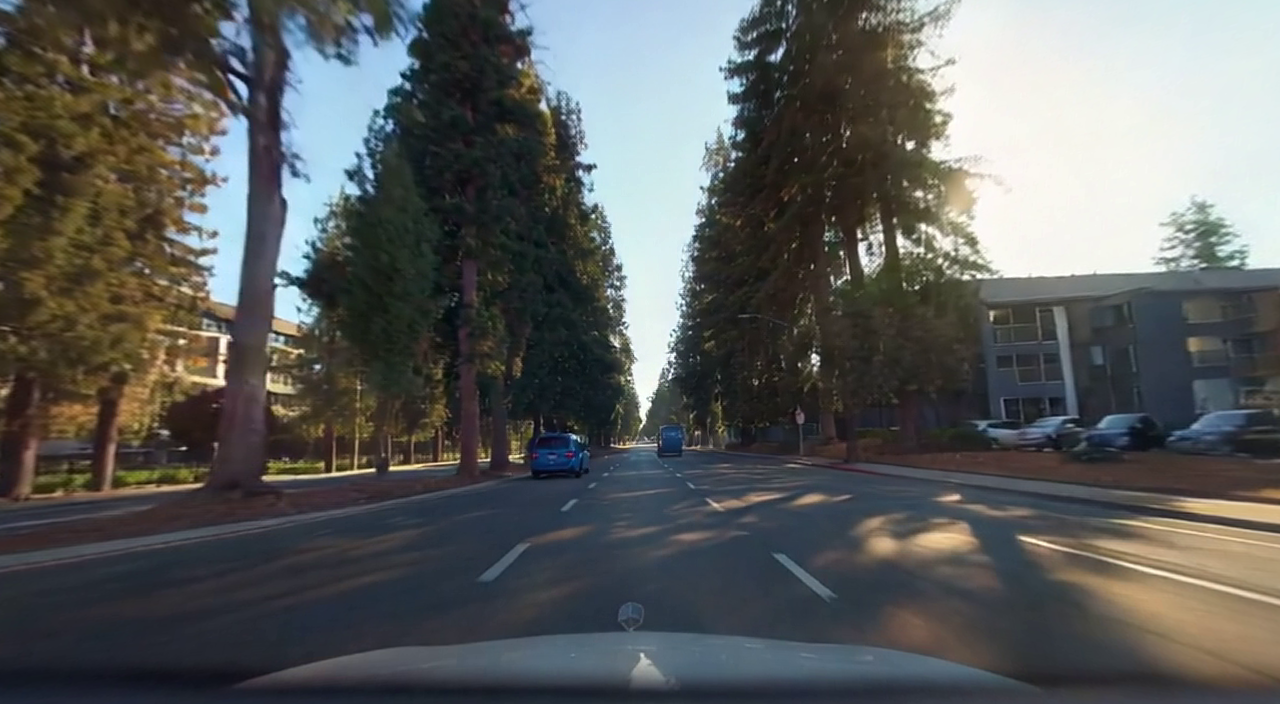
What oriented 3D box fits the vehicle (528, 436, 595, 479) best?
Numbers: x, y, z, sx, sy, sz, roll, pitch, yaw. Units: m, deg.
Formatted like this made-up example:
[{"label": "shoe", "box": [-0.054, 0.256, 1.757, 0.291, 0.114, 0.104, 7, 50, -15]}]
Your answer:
[{"label": "vehicle", "box": [-3.161, 4.376, 26.378, 2.129, 1.602, 4.532, 0, -8, 1]}]
